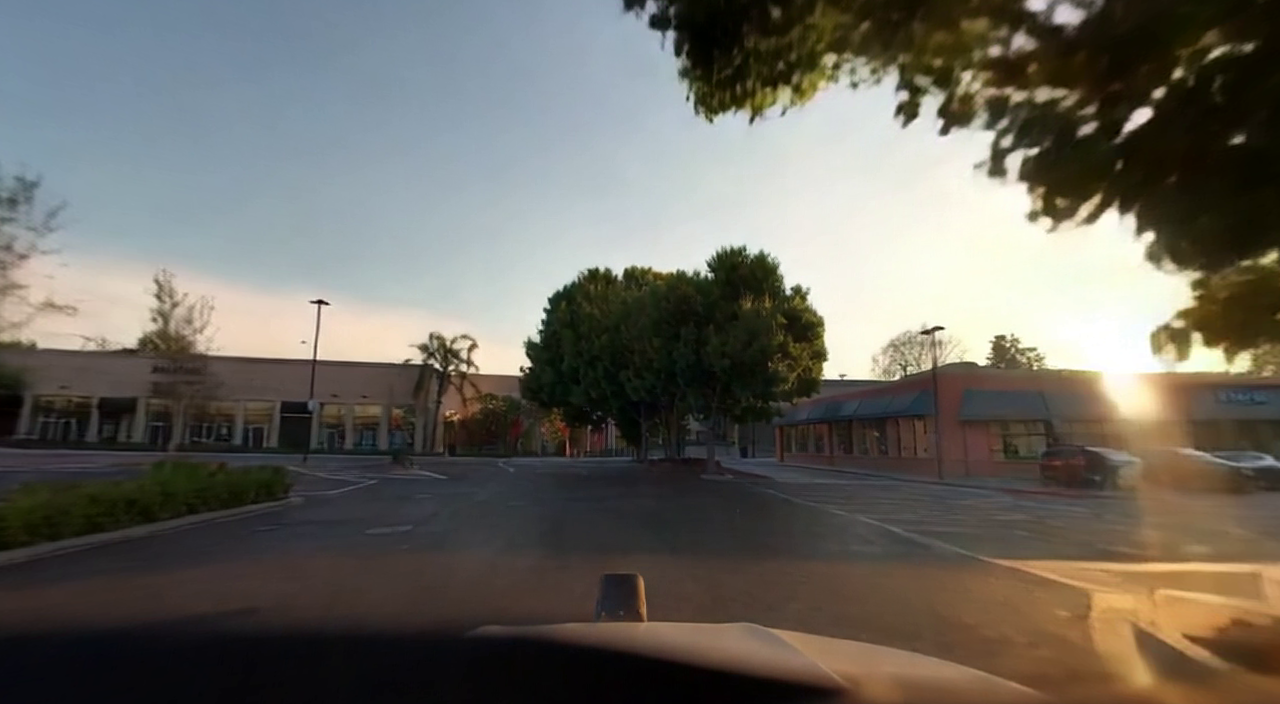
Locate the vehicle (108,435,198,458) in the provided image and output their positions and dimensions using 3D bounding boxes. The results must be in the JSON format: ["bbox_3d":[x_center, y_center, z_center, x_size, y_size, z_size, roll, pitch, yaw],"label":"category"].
[{"bbox_3d":[-31.646,6.141,41.210,4.431,1.449,1.808,6,-10,-33],"label":"vehicle"}]

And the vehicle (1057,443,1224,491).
[{"bbox_3d":[17.599,4.026,22.621,1.804,1.502,4.815,1,-8,-4],"label":"vehicle"}]

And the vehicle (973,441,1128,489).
[{"bbox_3d":[14.322,3.923,22.516,2.140,1.507,4.856,0,-8,-2],"label":"vehicle"}]
